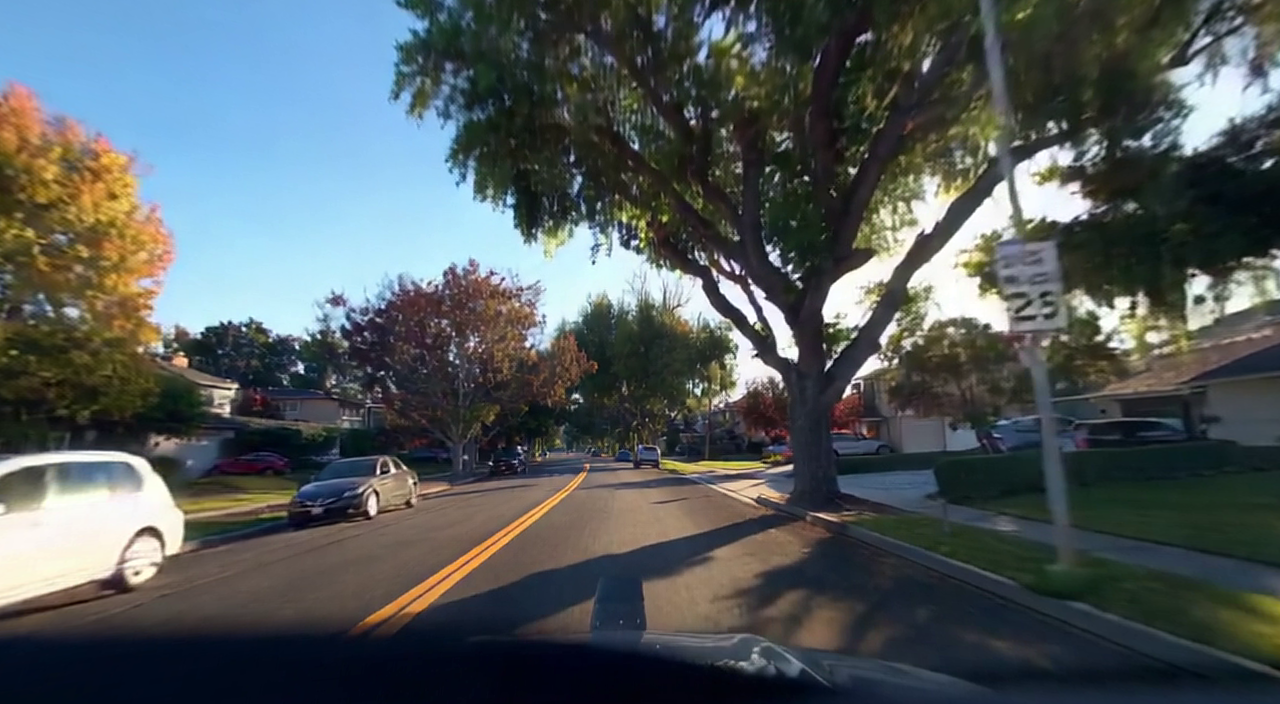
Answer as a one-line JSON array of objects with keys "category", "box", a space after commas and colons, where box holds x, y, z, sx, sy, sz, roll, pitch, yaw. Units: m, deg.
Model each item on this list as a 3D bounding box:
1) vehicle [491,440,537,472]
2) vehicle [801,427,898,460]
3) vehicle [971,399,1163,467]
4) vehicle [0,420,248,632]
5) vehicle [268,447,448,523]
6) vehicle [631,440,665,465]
[{"category": "vehicle", "box": [-7.797, 6.545, 39.616, 2.102, 1.801, 5.574, -1, -9, -4]}, {"category": "vehicle", "box": [12.255, 5.399, 37.236, 4.938, 1.830, 2.024, 0, -9, -2]}, {"category": "vehicle", "box": [12.932, 2.511, 19.376, 4.392, 1.944, 1.917, 0, -9, -1]}, {"category": "vehicle", "box": [-6.446, 1.697, 6.349, 2.051, 1.761, 4.698, -3, -10, -1]}, {"category": "vehicle", "box": [-6.478, 3.111, 15.393, 2.004, 1.400, 5.505, -2, -9, -2]}, {"category": "vehicle", "box": [0.543, 7.149, 45.119, 2.007, 1.702, 4.430, 0, -8, -5]}]
